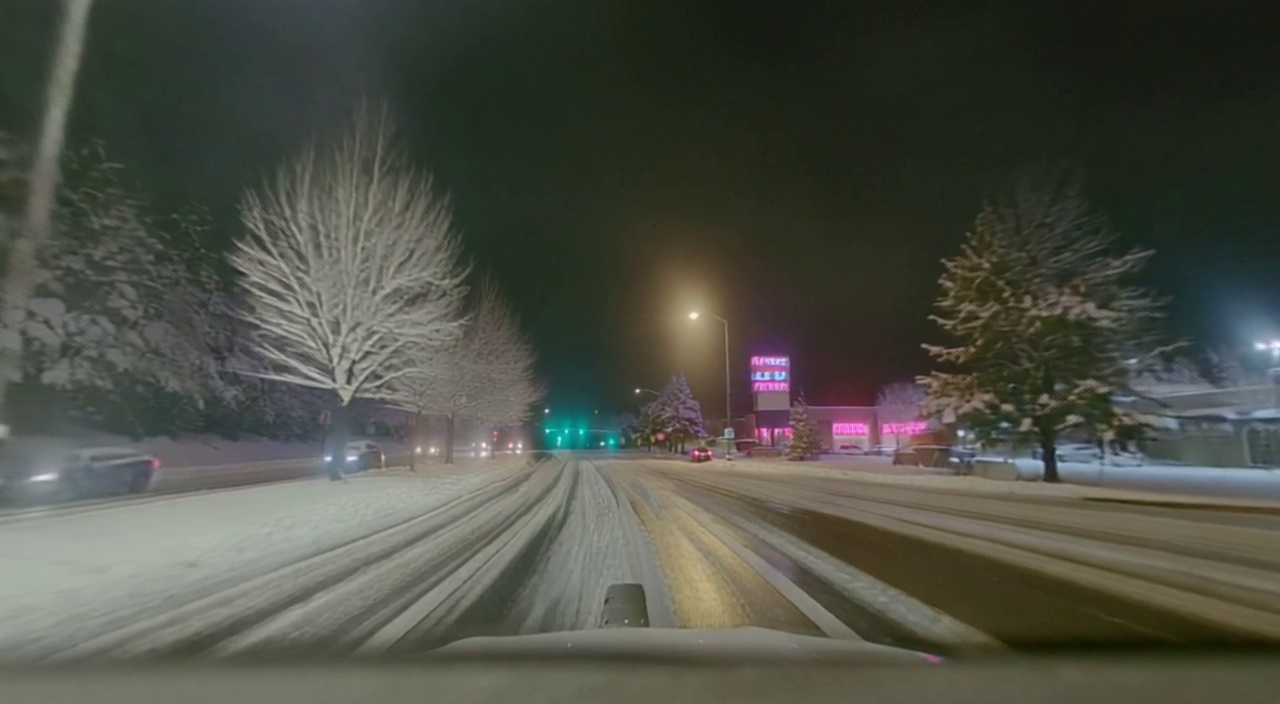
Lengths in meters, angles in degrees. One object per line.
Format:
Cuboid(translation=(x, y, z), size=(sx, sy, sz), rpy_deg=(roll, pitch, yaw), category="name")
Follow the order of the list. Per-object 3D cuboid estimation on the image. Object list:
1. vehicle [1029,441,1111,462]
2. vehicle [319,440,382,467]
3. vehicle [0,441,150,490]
Cuboid(translation=(31.639, 7.330, 46.479), size=(4.490, 1.425, 2.022), rpy_deg=(0, -8, 1), category="vehicle")
Cuboid(translation=(-17.524, 6.147, 38.368), size=(1.996, 1.513, 4.278), rpy_deg=(0, -8, -4), category="vehicle")
Cuboid(translation=(-20.521, 4.047, 22.905), size=(1.954, 1.577, 4.590), rpy_deg=(0, -8, -5), category="vehicle")
